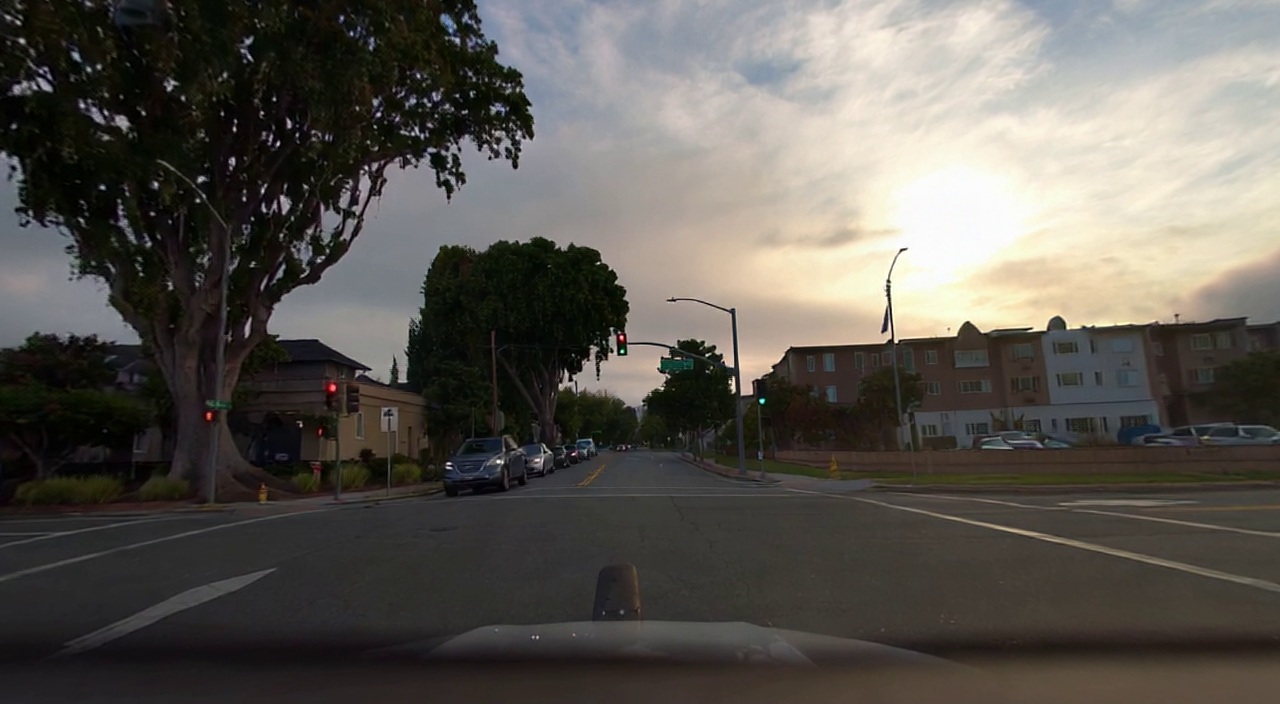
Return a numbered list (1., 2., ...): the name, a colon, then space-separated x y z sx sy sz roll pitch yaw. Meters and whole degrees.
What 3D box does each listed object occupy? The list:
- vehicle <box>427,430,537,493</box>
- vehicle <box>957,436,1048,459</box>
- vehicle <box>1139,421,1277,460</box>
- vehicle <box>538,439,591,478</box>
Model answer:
1. vehicle: -6.542 4.654 27.430 2.896 2.339 7.322 0 -8 0
2. vehicle: 25.052 6.604 43.737 5.172 1.515 1.851 0 -8 -2
3. vehicle: 33.283 5.207 37.134 5.969 2.149 2.331 0 -9 -3
4. vehicle: -3.655 5.290 31.618 2.120 1.783 4.788 0 -9 -1
